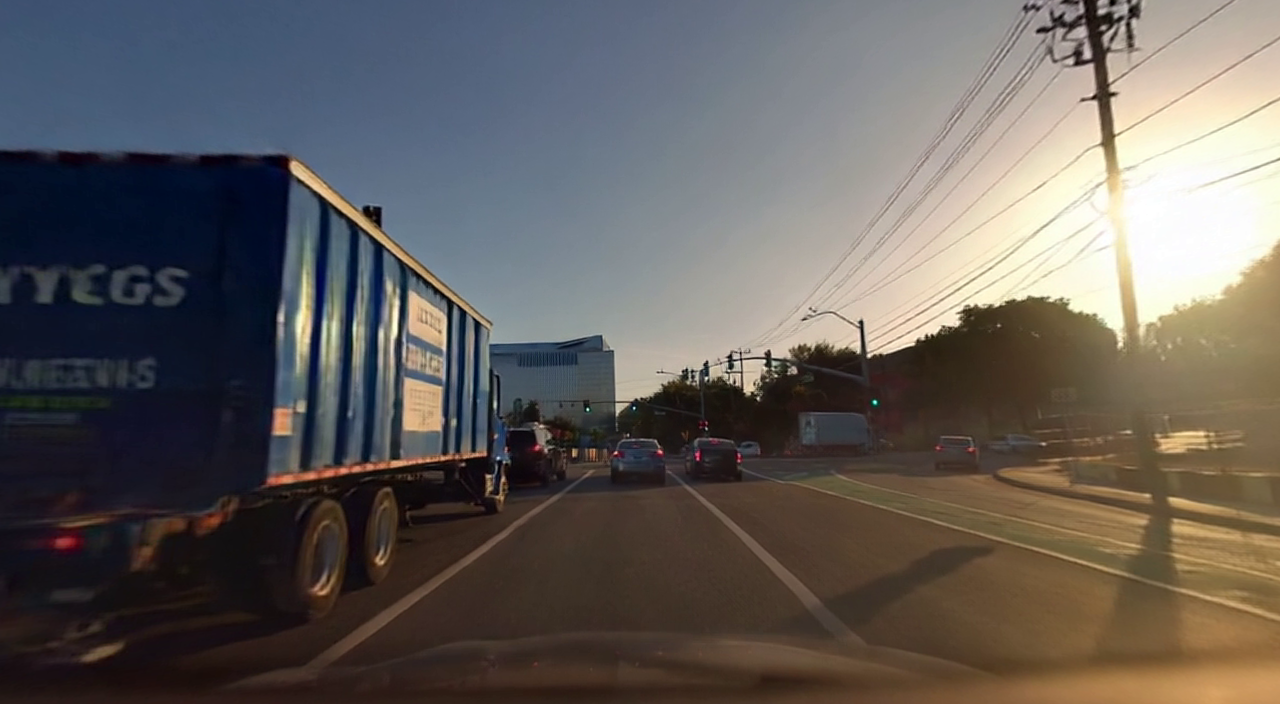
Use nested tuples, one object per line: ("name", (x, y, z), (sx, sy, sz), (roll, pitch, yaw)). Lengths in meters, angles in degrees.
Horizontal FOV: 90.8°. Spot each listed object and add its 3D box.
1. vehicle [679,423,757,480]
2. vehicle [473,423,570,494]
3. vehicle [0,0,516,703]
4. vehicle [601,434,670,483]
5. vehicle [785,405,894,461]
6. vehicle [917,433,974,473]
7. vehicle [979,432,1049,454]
("vehicle", (2.701, 3.592, 23.022), (2.086, 1.849, 4.607), (0, -8, -2))
("vehicle", (-3.292, 3.065, 18.519), (1.994, 1.806, 4.564), (0, -8, 0))
("vehicle", (-3.415, 0.478, 5.851), (2.889, 3.347, 8.285), (0, -8, 0))
("vehicle", (-0.182, 3.584, 21.539), (2.117, 1.499, 4.036), (0, -8, -1))
("vehicle", (13.278, 5.419, 42.121), (6.670, 3.450, 2.666), (3, -9, -23))
("vehicle", (14.313, 4.665, 29.441), (2.102, 1.662, 4.533), (-5, -9, 27))
("vehicle", (29.221, 7.084, 49.288), (5.208, 1.624, 1.927), (4, -9, -24))
